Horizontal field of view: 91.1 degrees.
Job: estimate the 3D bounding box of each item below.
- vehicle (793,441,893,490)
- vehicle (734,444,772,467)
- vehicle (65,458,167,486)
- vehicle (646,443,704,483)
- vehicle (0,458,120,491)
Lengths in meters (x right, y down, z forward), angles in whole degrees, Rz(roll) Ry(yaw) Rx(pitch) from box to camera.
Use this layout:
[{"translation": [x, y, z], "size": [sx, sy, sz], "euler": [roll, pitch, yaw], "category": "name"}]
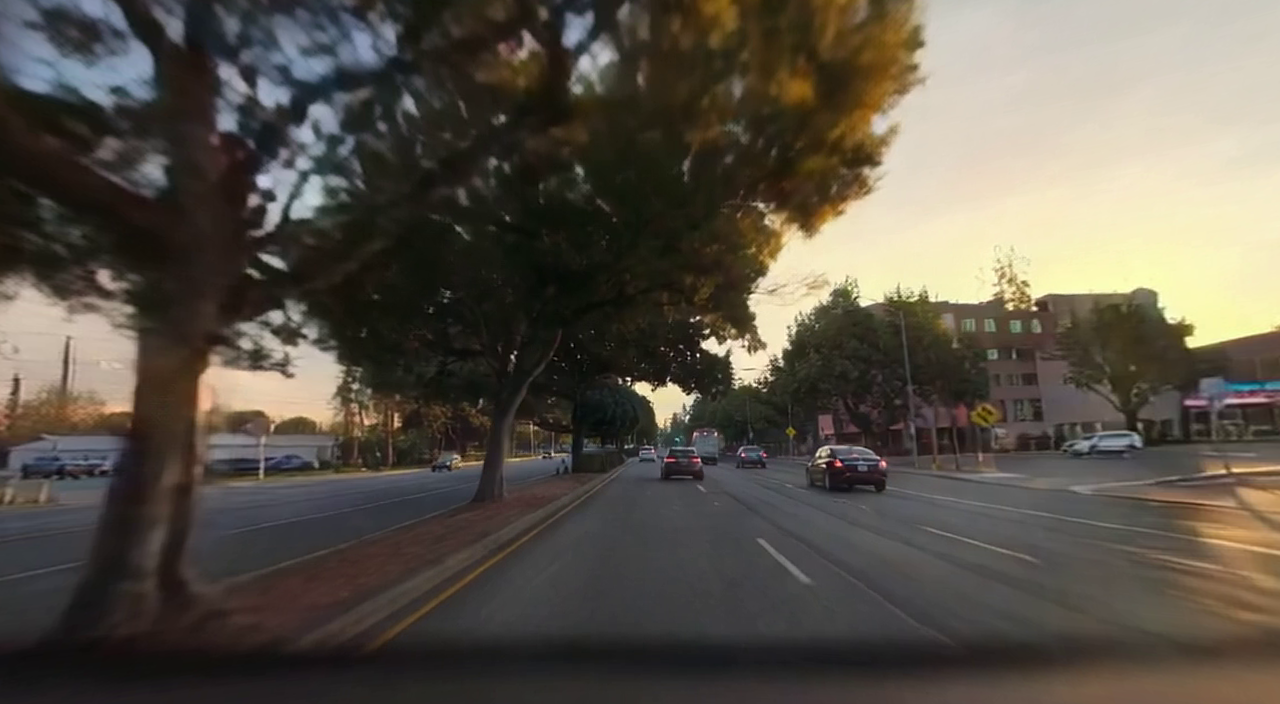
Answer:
[{"translation": [6.744, 3.786, 21.385], "size": [1.918, 1.484, 4.456], "euler": [0, -8, 0], "category": "vehicle"}, {"translation": [7.850, 7.206, 43.957], "size": [1.930, 1.479, 4.477], "euler": [0, -8, 1], "category": "vehicle"}, {"translation": [-28.219, 6.445, 33.872], "size": [4.021, 1.421, 1.807], "euler": [-1, -9, 7], "category": "vehicle"}, {"translation": [1.312, 4.425, 25.384], "size": [1.971, 1.479, 4.493], "euler": [0, -8, -1], "category": "vehicle"}, {"translation": [-29.068, 6.085, 31.344], "size": [4.510, 1.504, 2.005], "euler": [-1, -8, 3], "category": "vehicle"}]
